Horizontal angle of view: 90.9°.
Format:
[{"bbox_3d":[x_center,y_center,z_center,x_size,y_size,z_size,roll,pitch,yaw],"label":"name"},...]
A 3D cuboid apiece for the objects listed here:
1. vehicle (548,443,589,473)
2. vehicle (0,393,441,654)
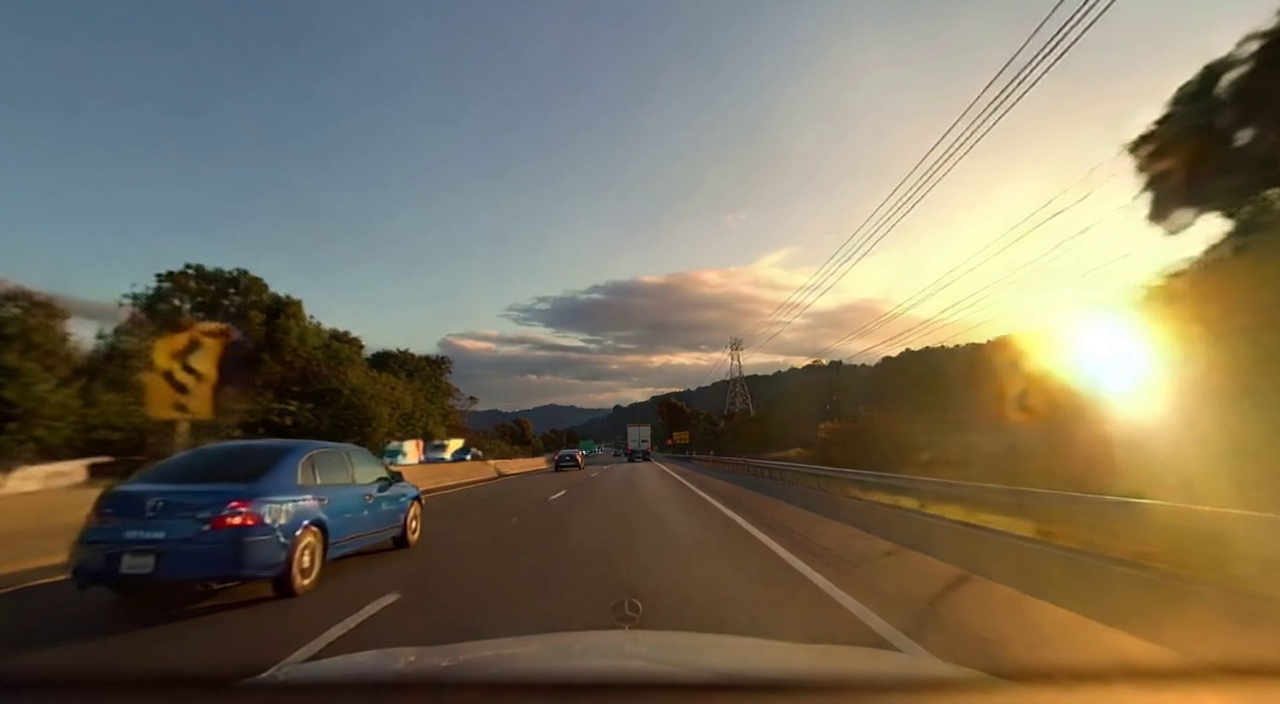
[{"bbox_3d":[-4.443,6.663,39.771,2.111,1.735,4.066,0,-9,0],"label":"vehicle"},{"bbox_3d":[-3.981,1.497,6.707,2.049,1.697,4.998,0,-9,0],"label":"vehicle"}]
